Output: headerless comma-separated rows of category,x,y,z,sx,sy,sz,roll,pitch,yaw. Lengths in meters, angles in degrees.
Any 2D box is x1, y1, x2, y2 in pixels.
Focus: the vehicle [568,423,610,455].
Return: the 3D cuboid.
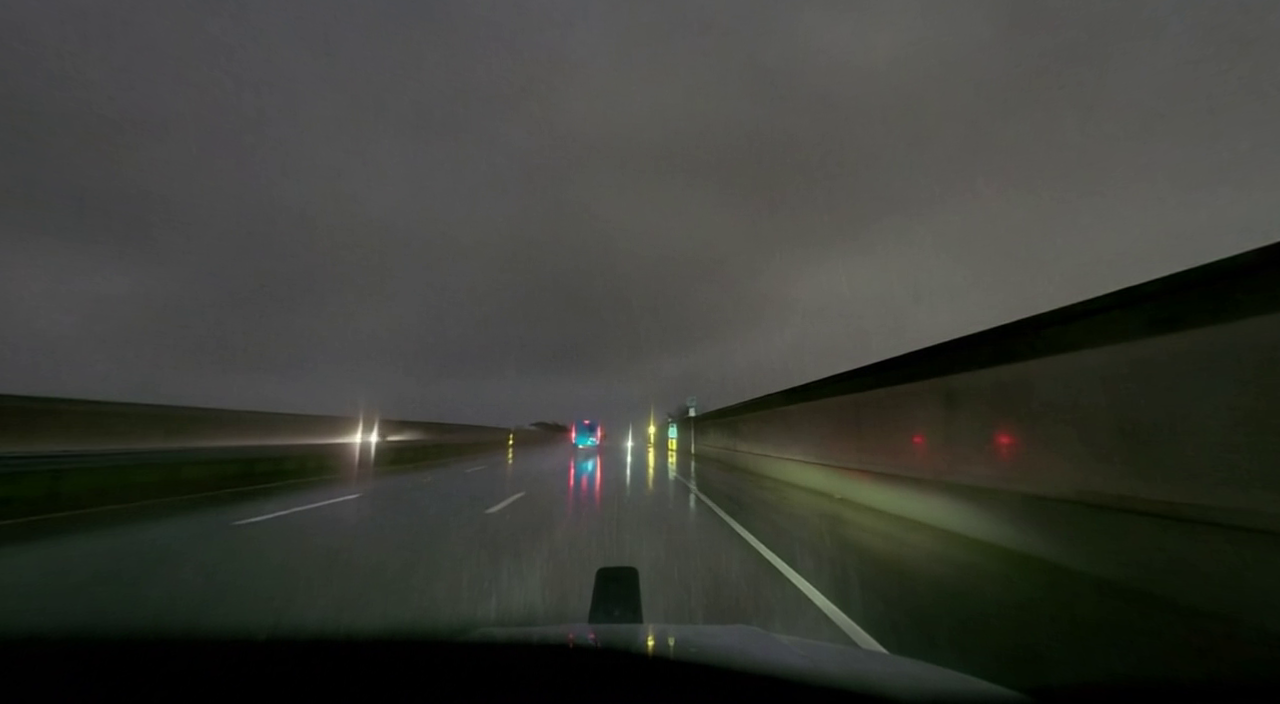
vehicle,-3.413,5.945,43.187,2.309,2.053,4.884,0,-8,2
